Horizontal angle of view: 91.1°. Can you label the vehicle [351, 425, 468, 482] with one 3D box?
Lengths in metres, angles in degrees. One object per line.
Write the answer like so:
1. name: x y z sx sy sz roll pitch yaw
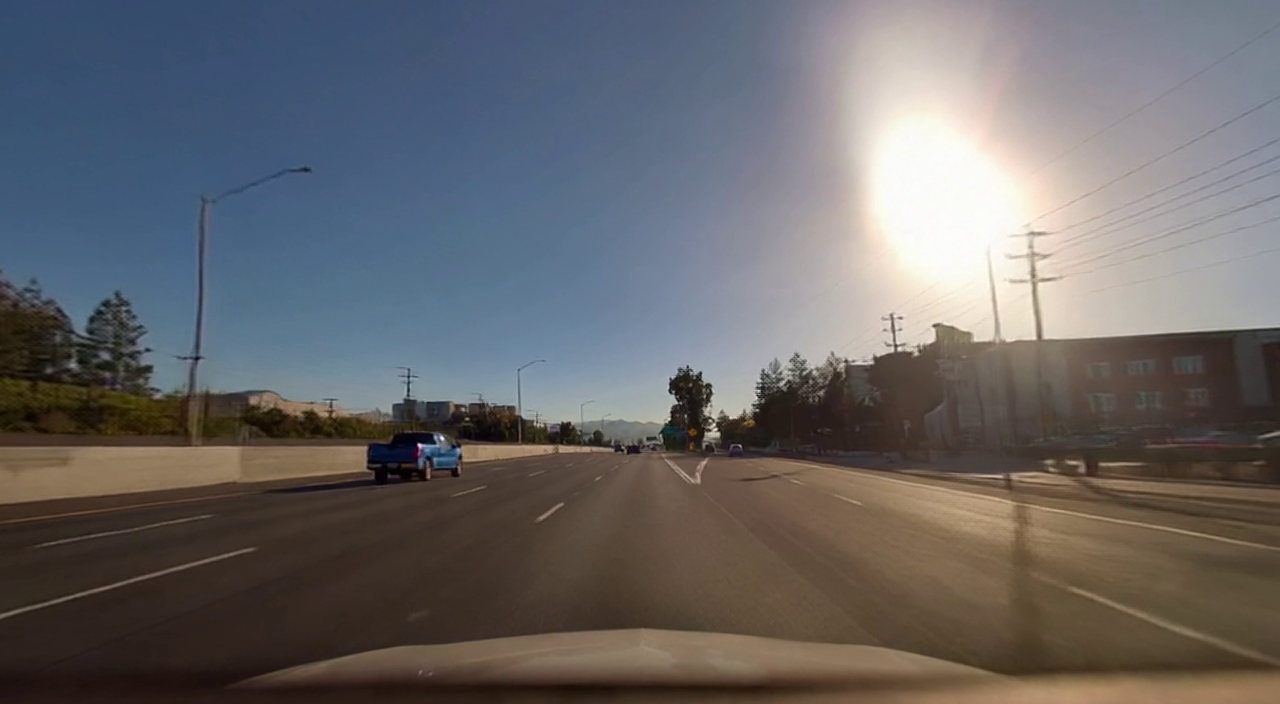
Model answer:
1. vehicle: -9.793 4.373 27.412 2.667 2.213 6.081 0 -8 1
